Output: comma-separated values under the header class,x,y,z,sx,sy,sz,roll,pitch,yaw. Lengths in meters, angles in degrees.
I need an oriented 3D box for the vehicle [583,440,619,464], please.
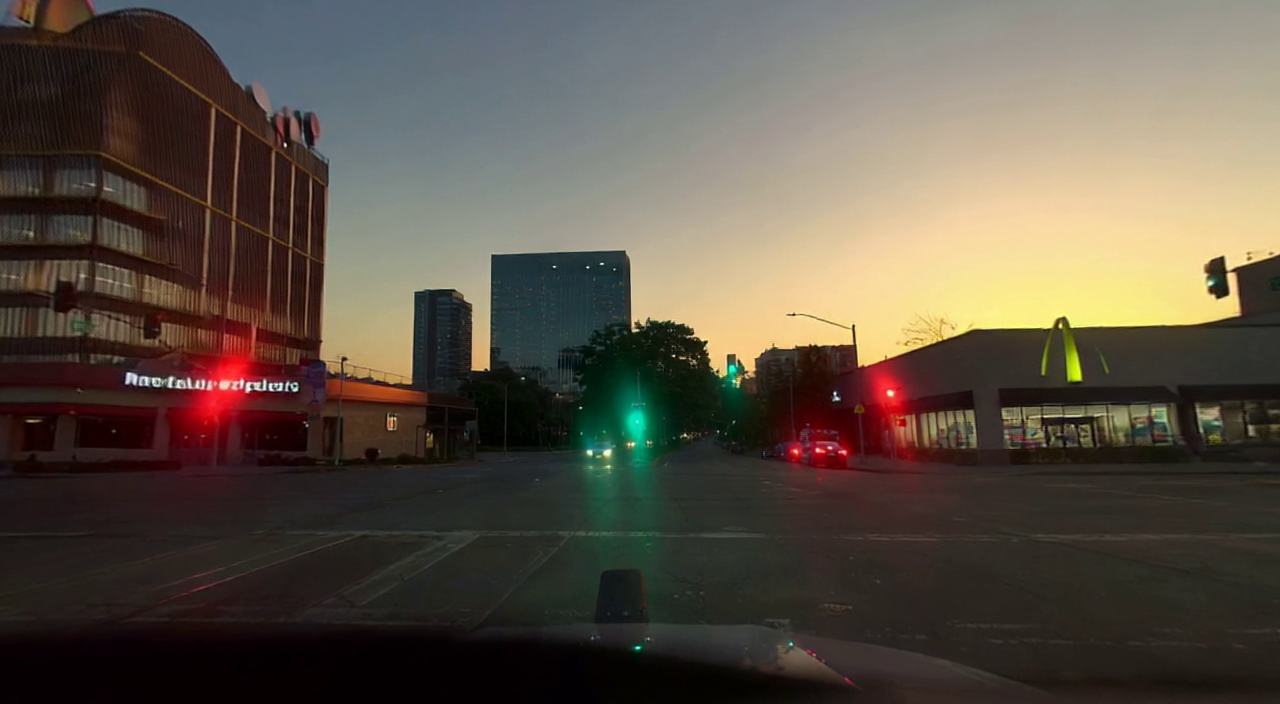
class,x,y,z,sx,sy,sz,roll,pitch,yaw
vehicle,-2.524,6.626,41.908,2.104,1.468,4.195,0,-8,1
